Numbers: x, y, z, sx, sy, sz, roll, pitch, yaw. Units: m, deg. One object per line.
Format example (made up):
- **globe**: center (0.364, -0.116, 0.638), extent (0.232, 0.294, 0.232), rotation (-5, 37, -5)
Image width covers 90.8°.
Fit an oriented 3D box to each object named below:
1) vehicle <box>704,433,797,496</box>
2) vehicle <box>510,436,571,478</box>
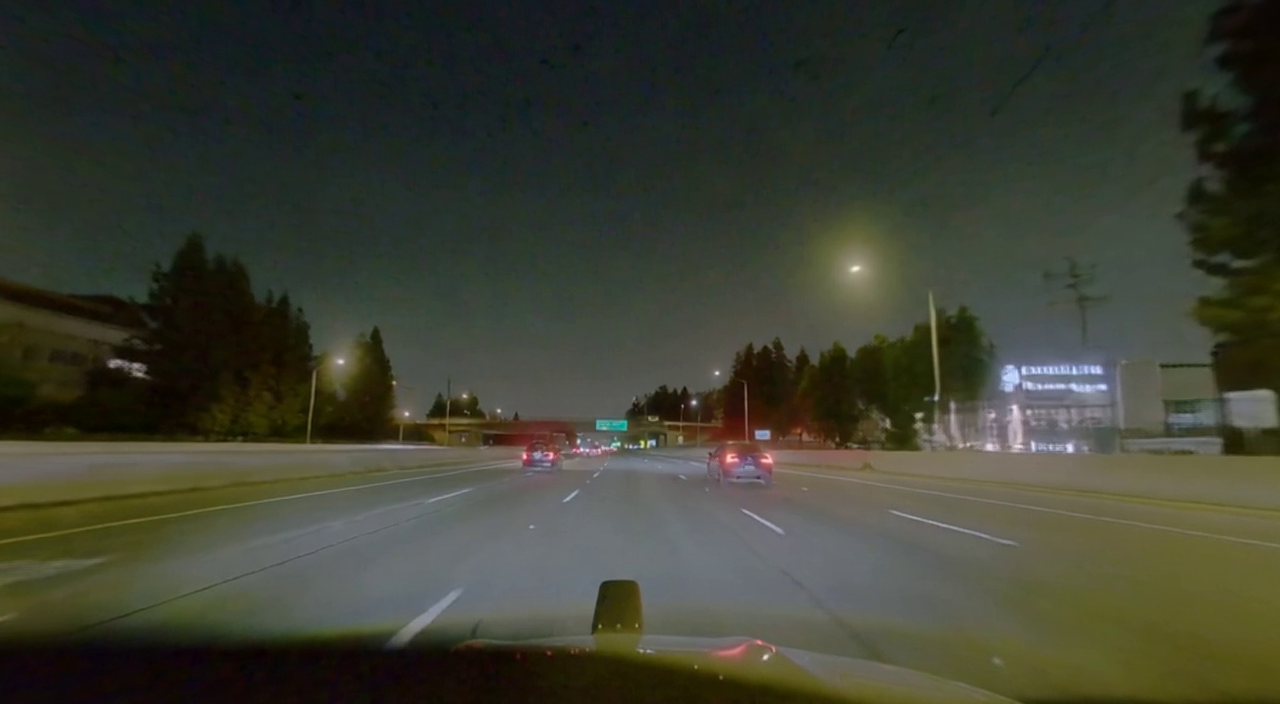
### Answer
- **vehicle**: center (3.218, 3.372, 19.336), extent (1.997, 1.686, 4.247), rotation (0, -8, -1)
- **vehicle**: center (-4.590, 4.922, 29.900), extent (2.176, 1.779, 4.755), rotation (0, -8, 0)
